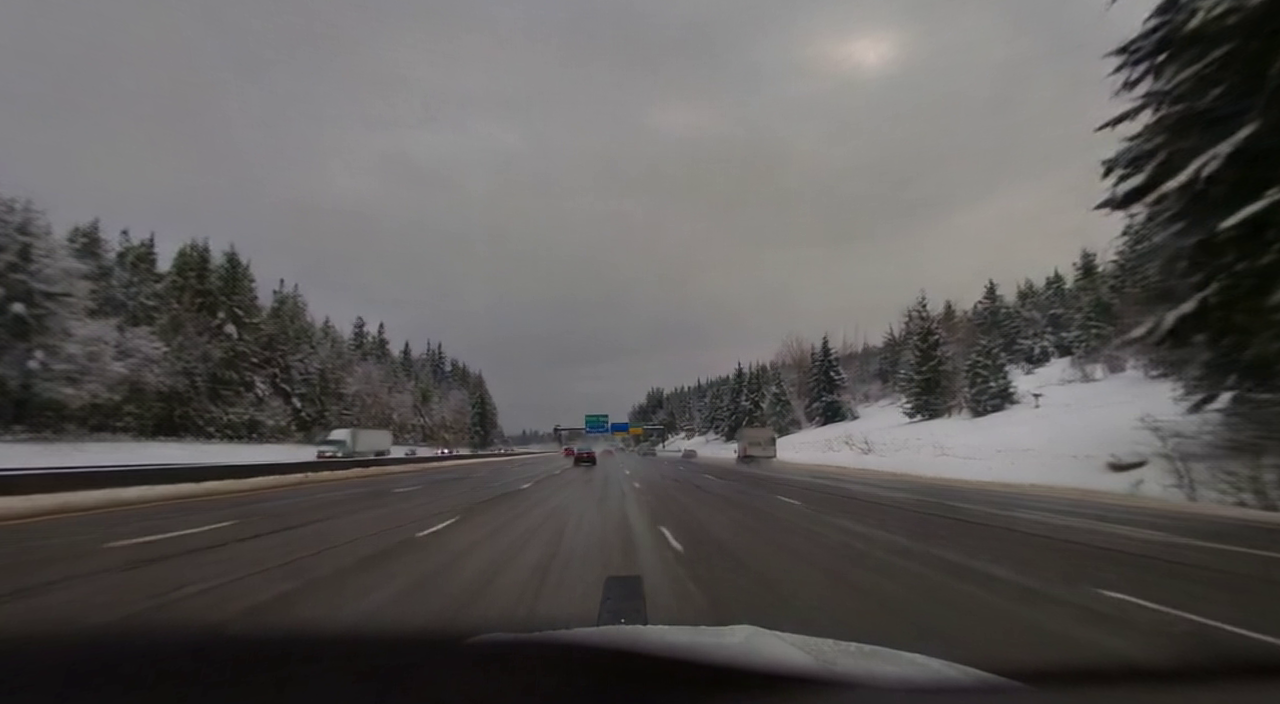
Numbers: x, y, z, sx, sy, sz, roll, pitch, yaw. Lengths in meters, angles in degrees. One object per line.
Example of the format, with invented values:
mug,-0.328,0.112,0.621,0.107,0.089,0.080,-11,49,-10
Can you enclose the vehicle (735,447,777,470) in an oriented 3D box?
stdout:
vehicle,8.421,7.780,46.159,1.989,1.591,4.348,1,-9,-3

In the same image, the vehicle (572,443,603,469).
vehicle,-3.775,7.549,45.815,2.167,1.847,4.097,1,-9,-4
